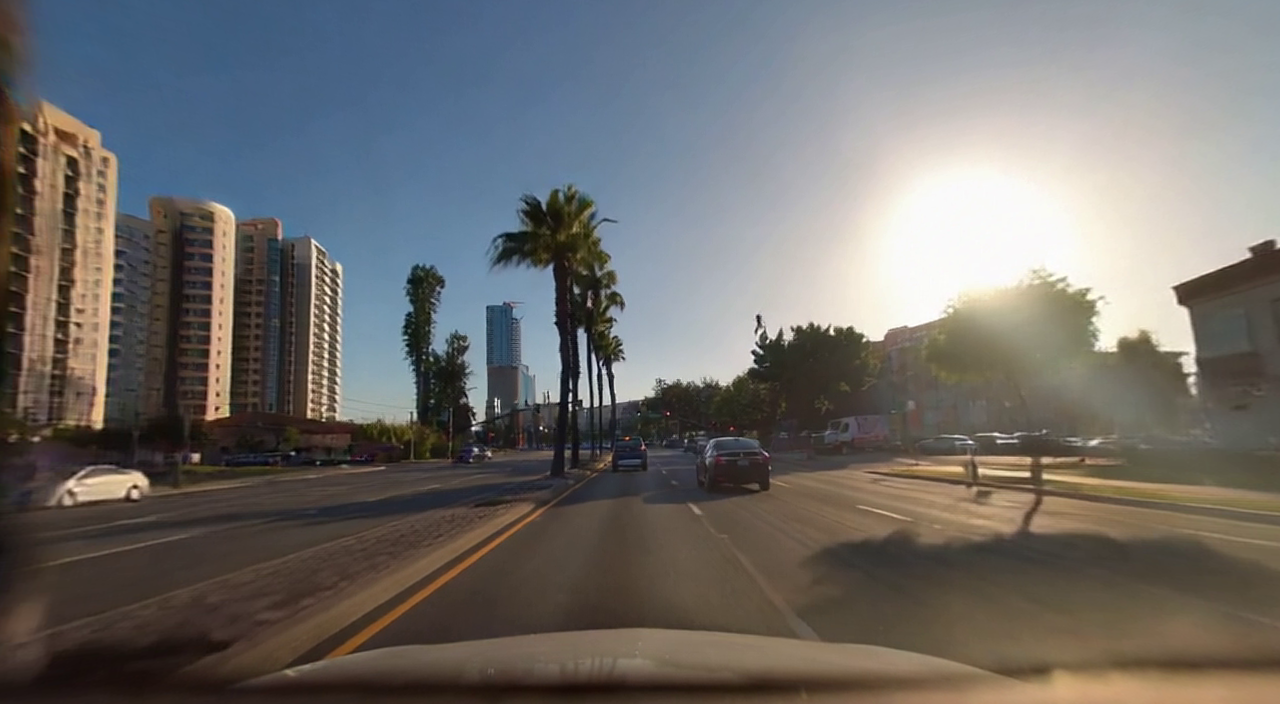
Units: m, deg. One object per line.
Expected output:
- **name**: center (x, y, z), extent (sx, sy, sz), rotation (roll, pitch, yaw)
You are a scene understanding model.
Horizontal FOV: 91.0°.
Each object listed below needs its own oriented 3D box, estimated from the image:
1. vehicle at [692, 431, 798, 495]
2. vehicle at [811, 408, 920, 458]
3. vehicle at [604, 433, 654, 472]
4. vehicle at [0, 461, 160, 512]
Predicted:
- **vehicle**: center (2.867, 3.182, 18.424), extent (2.195, 1.590, 4.668), rotation (0, -9, -1)
- **vehicle**: center (17.334, 6.312, 48.718), extent (7.270, 3.743, 2.677), rotation (1, -9, -4)
- **vehicle**: center (-0.538, 4.944, 31.104), extent (2.277, 1.816, 4.192), rotation (0, -8, -1)
- **vehicle**: center (-19.363, 4.566, 21.817), extent (1.847, 1.466, 4.530), rotation (0, -8, -1)
